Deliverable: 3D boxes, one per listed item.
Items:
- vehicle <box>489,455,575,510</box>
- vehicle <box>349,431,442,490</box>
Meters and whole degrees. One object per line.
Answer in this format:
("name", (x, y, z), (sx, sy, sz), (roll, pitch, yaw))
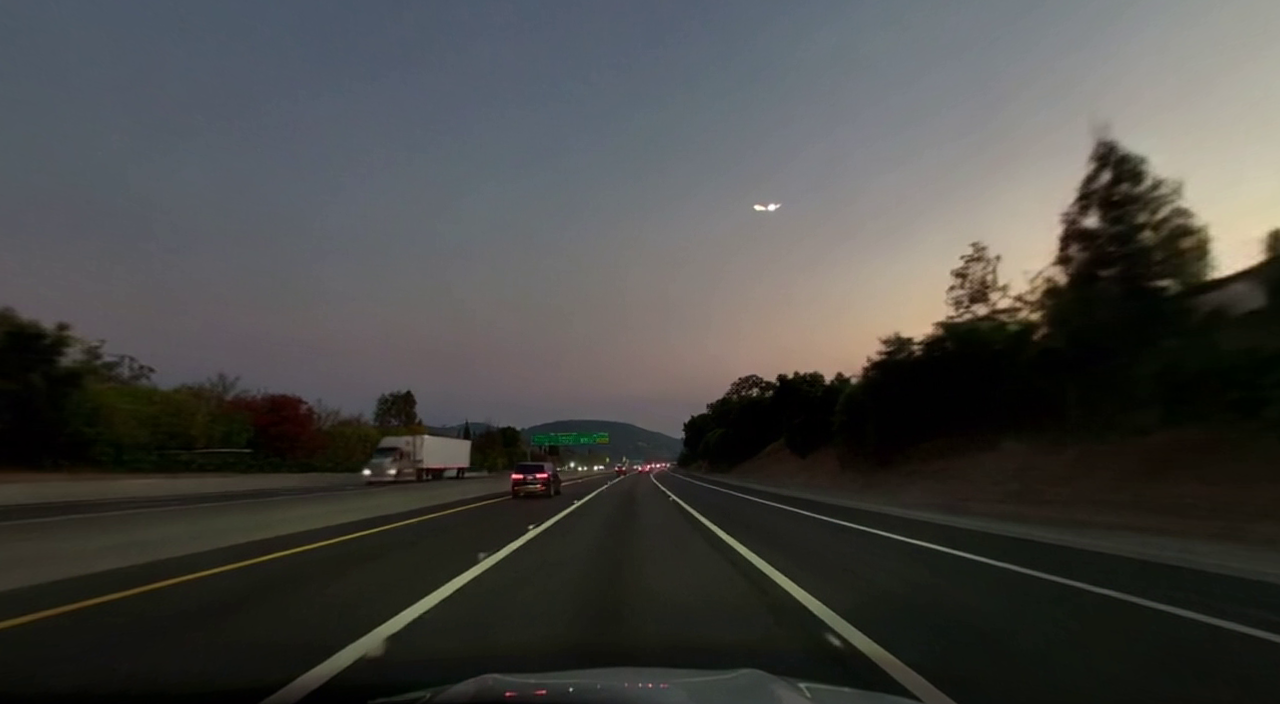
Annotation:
("vehicle", (-3.628, 4.512, 22.116), (2.053, 1.657, 4.725), (1, -10, 1))
("vehicle", (-17.092, 7.746, 44.898), (2.944, 3.713, 8.529), (1, -10, 1))
